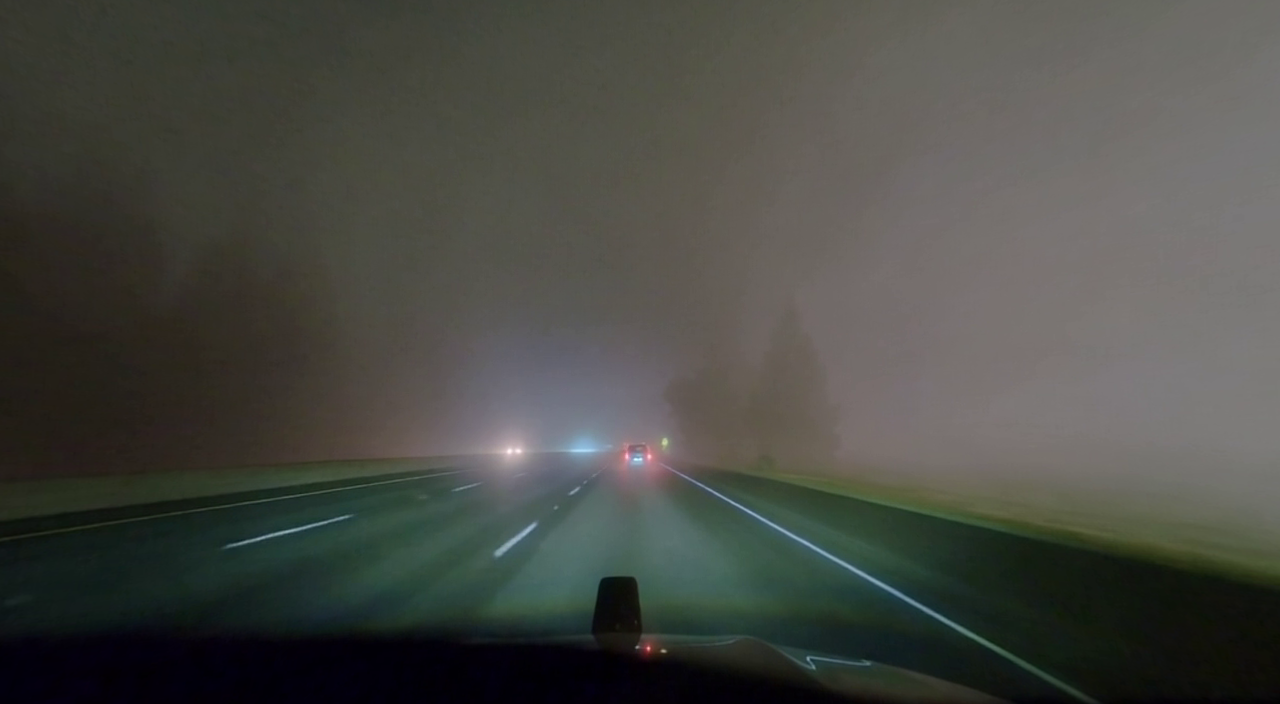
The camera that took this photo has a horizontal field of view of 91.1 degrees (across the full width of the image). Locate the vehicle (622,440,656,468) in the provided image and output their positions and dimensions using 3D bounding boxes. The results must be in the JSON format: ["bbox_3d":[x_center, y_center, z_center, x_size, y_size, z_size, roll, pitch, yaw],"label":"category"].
[{"bbox_3d":[-0.075,6.602,40.739,2.120,1.715,4.153,0,-9,-1],"label":"vehicle"}]
